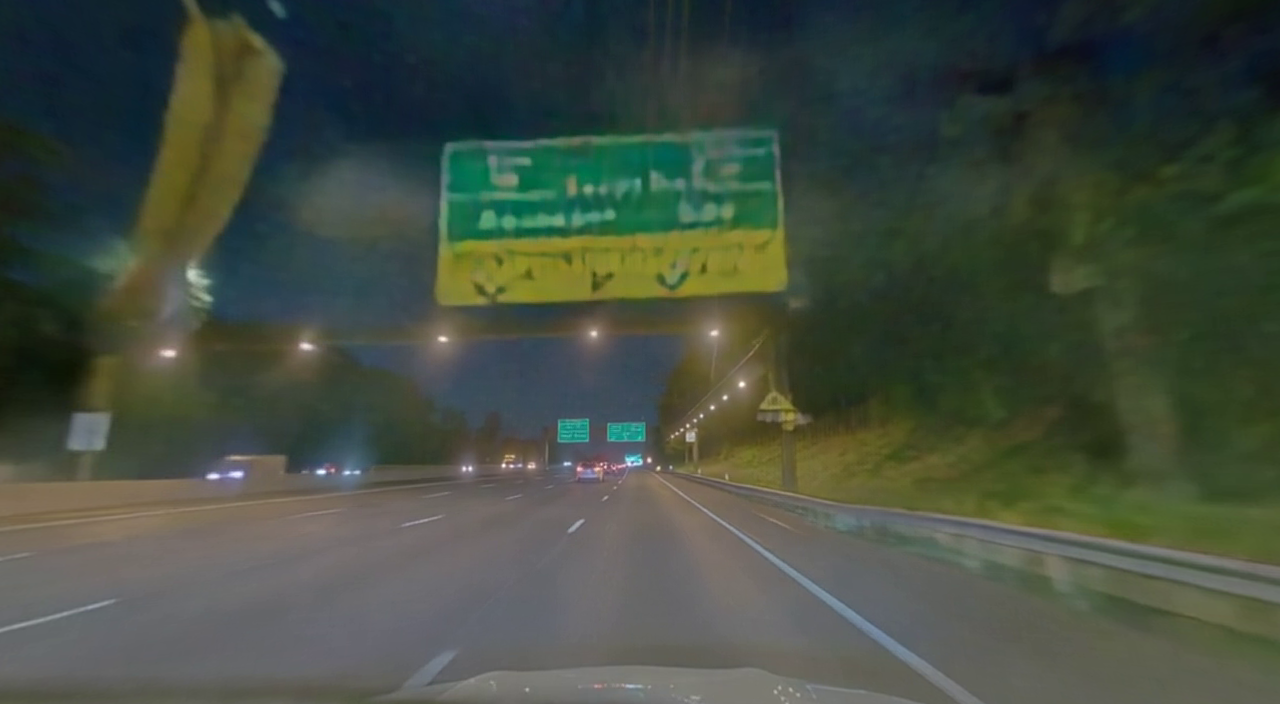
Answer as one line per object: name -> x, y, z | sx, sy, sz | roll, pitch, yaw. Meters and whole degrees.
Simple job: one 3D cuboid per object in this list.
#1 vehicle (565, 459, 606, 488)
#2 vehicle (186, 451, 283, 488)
vehicle -> -3.182, 7.230, 37.569 | 2.092, 1.642, 3.895 | 1, -10, 0
vehicle -> -25.579, 7.468, 40.066 | 2.197, 2.085, 5.778 | 1, -11, 0
